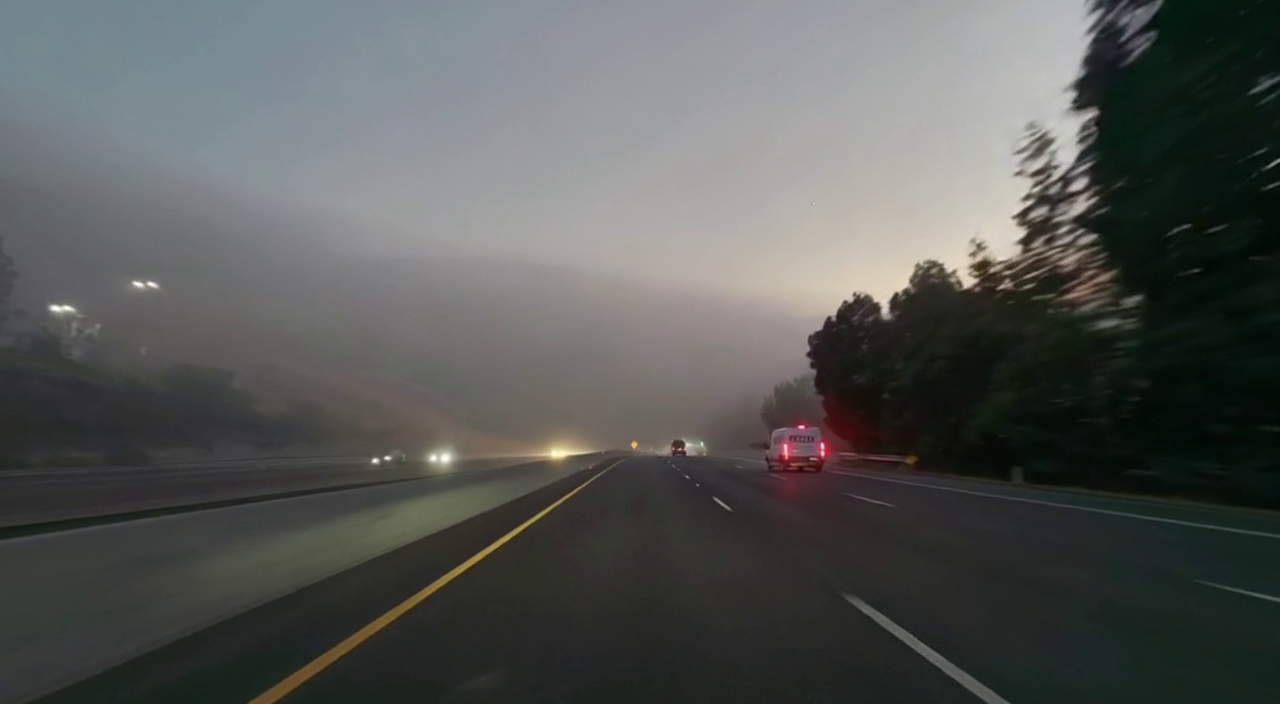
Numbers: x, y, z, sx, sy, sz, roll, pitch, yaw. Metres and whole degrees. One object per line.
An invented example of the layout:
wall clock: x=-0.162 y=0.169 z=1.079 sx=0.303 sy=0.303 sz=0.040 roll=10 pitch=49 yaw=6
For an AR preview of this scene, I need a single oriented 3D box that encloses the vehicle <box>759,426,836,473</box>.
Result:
vehicle: x=7.601 y=4.782 z=31.093 sx=2.275 sy=2.059 sz=5.543 roll=0 pitch=-8 yaw=-1
